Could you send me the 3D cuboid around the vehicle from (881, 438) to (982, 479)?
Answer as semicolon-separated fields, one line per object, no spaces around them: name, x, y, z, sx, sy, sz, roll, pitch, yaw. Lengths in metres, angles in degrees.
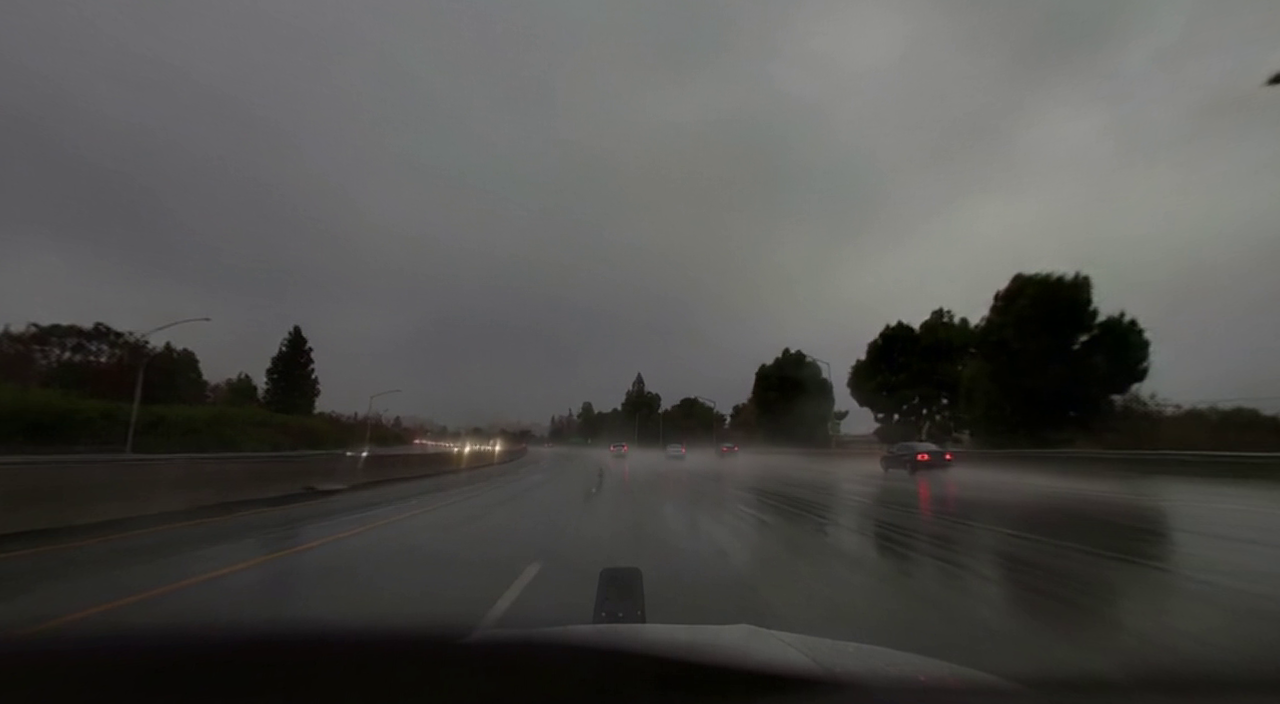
vehicle;13.744;5.059;30.181;2.107;1.803;5.385;0;-9;-2
